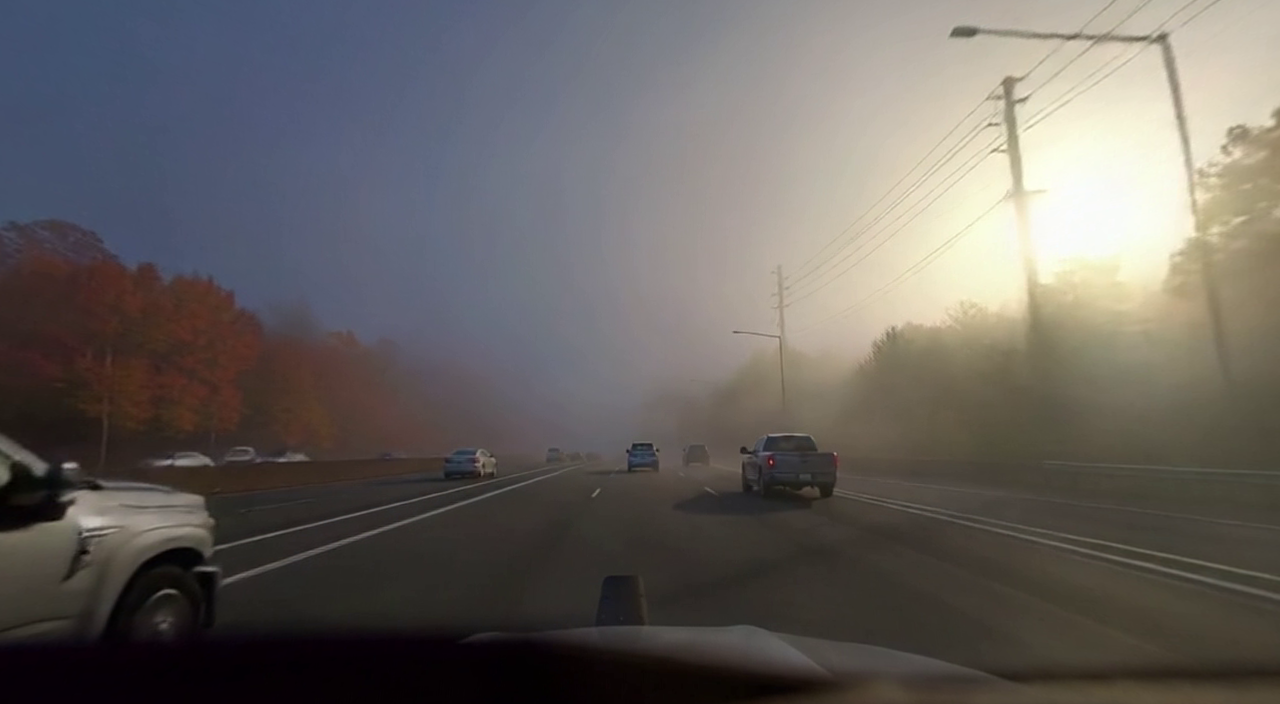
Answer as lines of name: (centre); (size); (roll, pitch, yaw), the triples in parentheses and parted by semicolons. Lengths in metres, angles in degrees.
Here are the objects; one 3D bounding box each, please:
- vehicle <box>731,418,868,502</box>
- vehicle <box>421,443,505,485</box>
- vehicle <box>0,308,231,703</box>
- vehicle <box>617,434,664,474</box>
vehicle: (4.230, 3.033, 17.993); (2.388, 1.998, 5.749); (0, -9, 0)
vehicle: (-6.931, 4.430, 25.227); (2.014, 1.526, 4.577); (0, -9, 1)
vehicle: (-3.295, 0.577, 1.054); (2.154, 1.783, 4.476); (0, -9, 0)
vehicle: (0.060, 5.502, 34.065); (2.372, 1.957, 5.121); (0, -9, 1)
